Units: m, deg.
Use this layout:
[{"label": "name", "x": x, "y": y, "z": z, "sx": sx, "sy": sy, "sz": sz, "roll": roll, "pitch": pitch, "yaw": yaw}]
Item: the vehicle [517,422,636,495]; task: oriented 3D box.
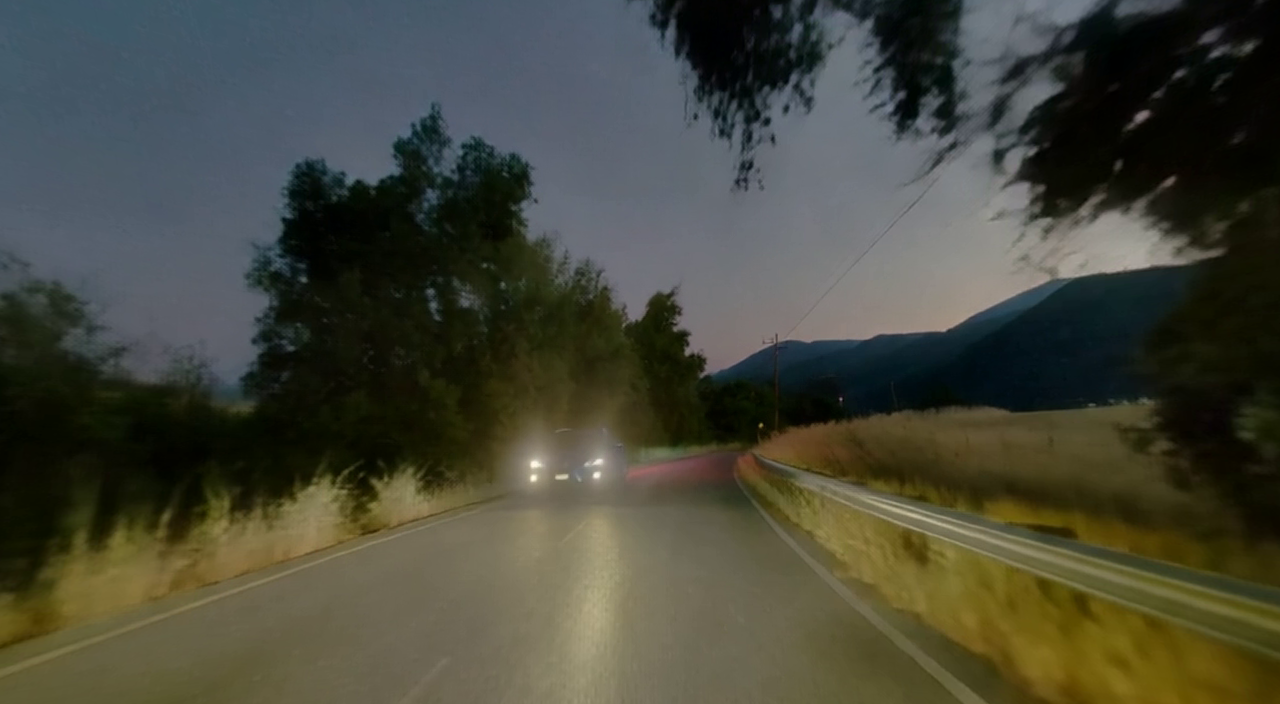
[{"label": "vehicle", "x": -1.606, "y": 3.005, "z": 18.134, "sx": 2.251, "sy": 1.799, "sz": 4.776, "roll": -2, "pitch": -8, "yaw": 9}]
